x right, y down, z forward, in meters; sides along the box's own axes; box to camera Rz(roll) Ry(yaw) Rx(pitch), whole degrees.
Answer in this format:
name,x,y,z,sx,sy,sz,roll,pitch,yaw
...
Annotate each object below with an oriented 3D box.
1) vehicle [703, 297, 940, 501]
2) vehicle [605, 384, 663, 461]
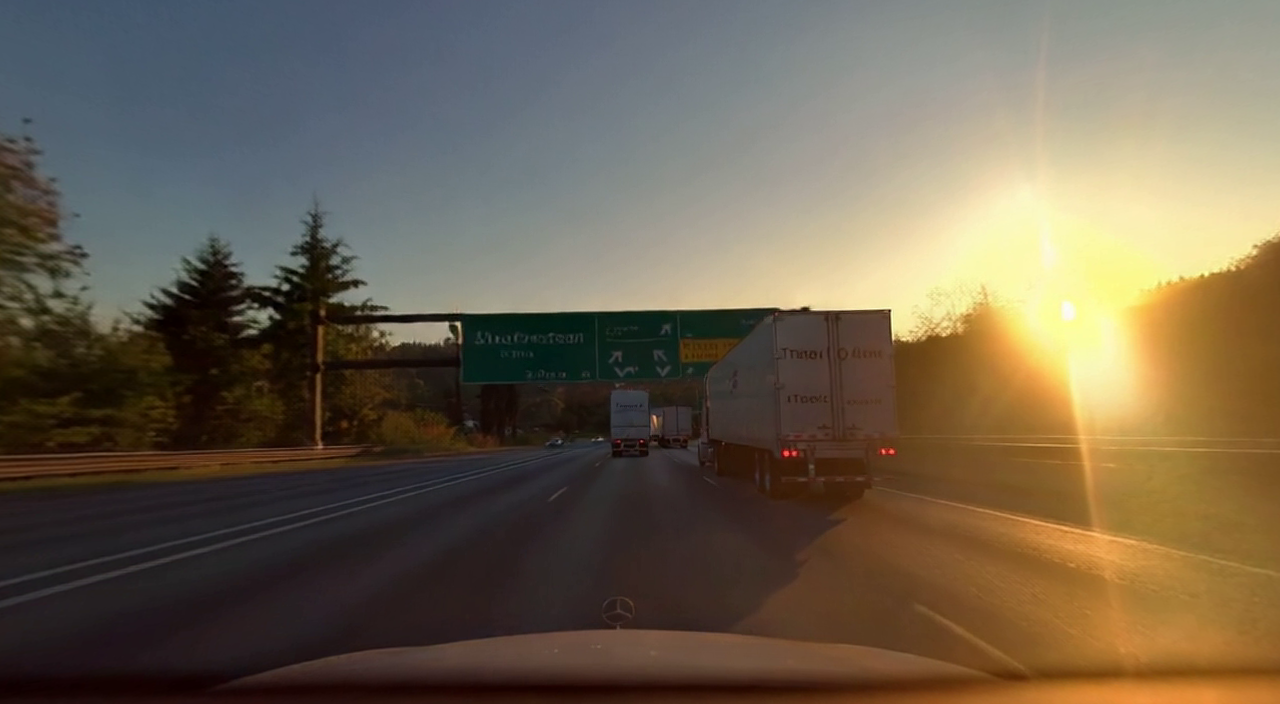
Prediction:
name,x,y,z,sx,sy,sz,roll,pitch,yaw
vehicle,4.378,1.889,20.063,2.856,4.145,14.500,0,-8,-2
vehicle,-0.371,4.321,37.679,2.958,3.917,10.196,0,-8,-1
